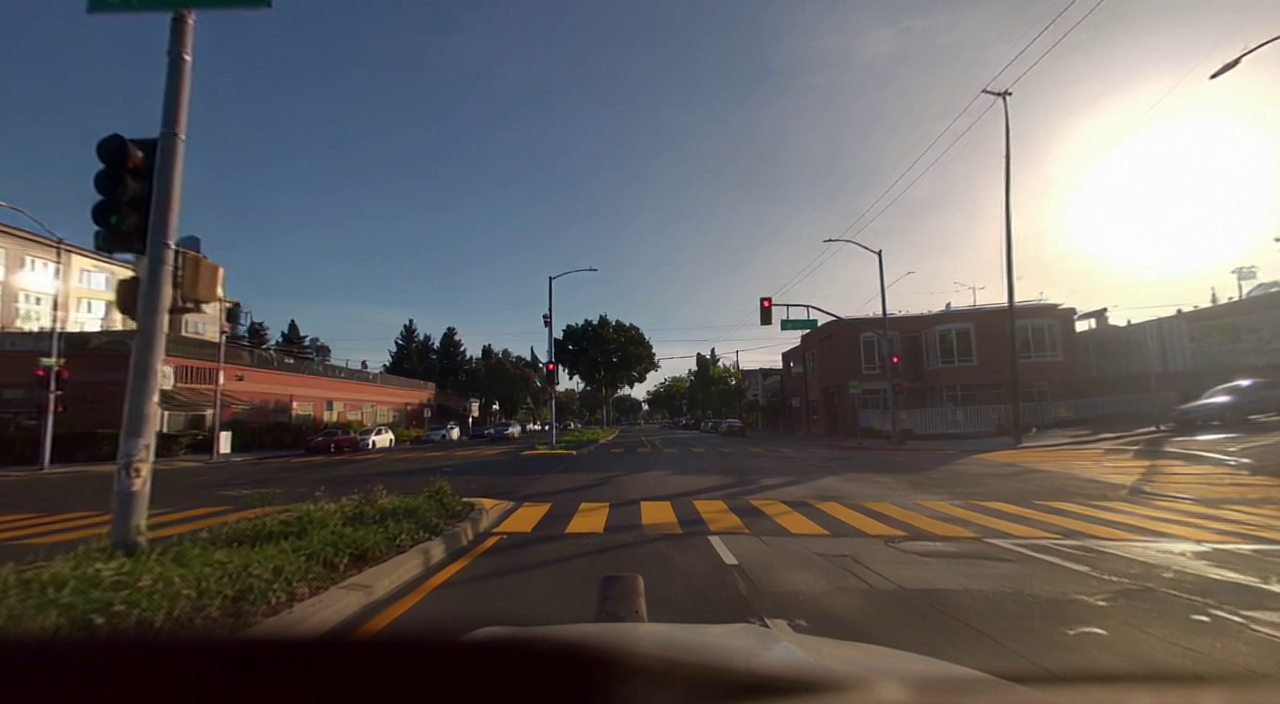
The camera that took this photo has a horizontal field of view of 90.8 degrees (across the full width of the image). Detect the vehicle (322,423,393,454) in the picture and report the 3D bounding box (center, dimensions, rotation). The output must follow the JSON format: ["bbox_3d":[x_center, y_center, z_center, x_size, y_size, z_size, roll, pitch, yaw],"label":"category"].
[{"bbox_3d":[-18.313,5.701,41.231,2.225,1.871,5.189,0,-9,0],"label":"vehicle"}]

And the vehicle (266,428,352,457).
[{"bbox_3d":[-18.104,5.025,34.897,1.939,1.430,5.533,0,-9,-2],"label":"vehicle"}]

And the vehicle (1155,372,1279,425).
[{"bbox_3d":[22.328,1.703,23.677,4.531,1.753,1.964,-2,-2,-5],"label":"vehicle"}]
